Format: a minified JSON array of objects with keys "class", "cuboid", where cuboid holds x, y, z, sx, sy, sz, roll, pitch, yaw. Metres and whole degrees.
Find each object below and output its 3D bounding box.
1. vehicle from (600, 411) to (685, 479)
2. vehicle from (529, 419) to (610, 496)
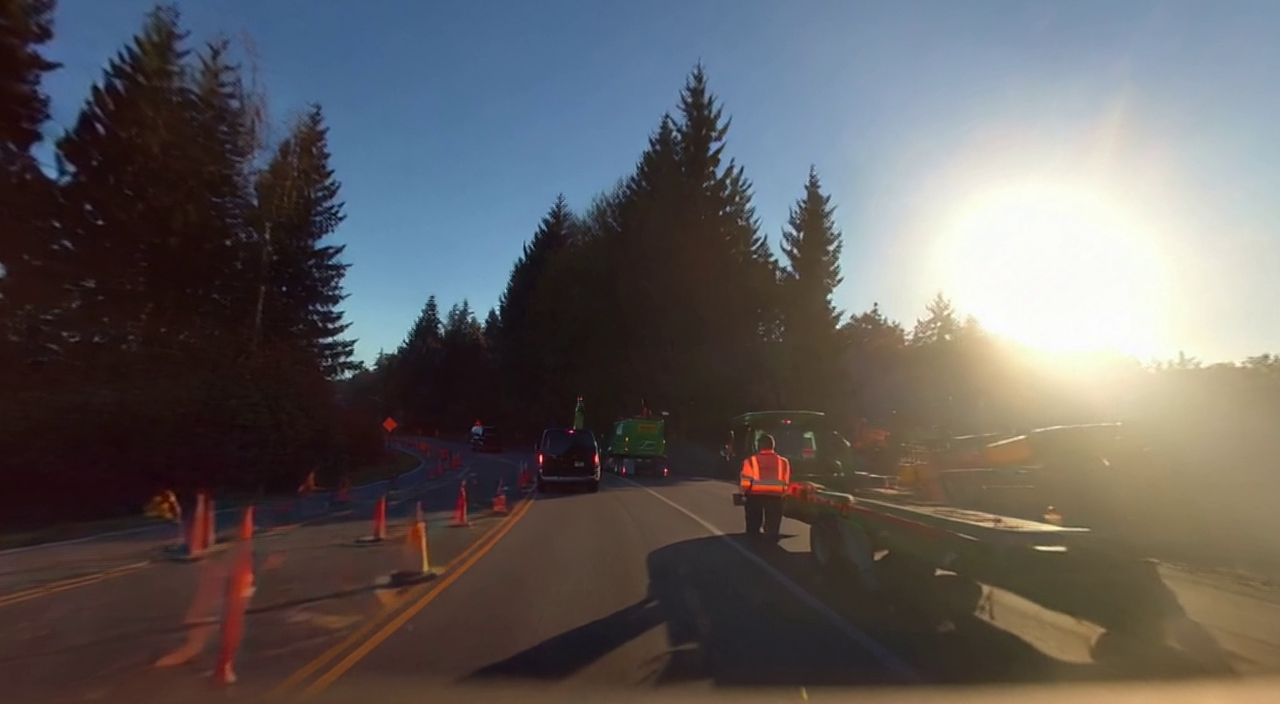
[{"class":"vehicle","cuboid":[-0.118,5.147,35.576,3.126,3.310,8.534,1,-8,-11]},{"class":"vehicle","cuboid":[-2.481,3.468,21.026,2.362,2.223,4.892,2,-9,-10]}]
